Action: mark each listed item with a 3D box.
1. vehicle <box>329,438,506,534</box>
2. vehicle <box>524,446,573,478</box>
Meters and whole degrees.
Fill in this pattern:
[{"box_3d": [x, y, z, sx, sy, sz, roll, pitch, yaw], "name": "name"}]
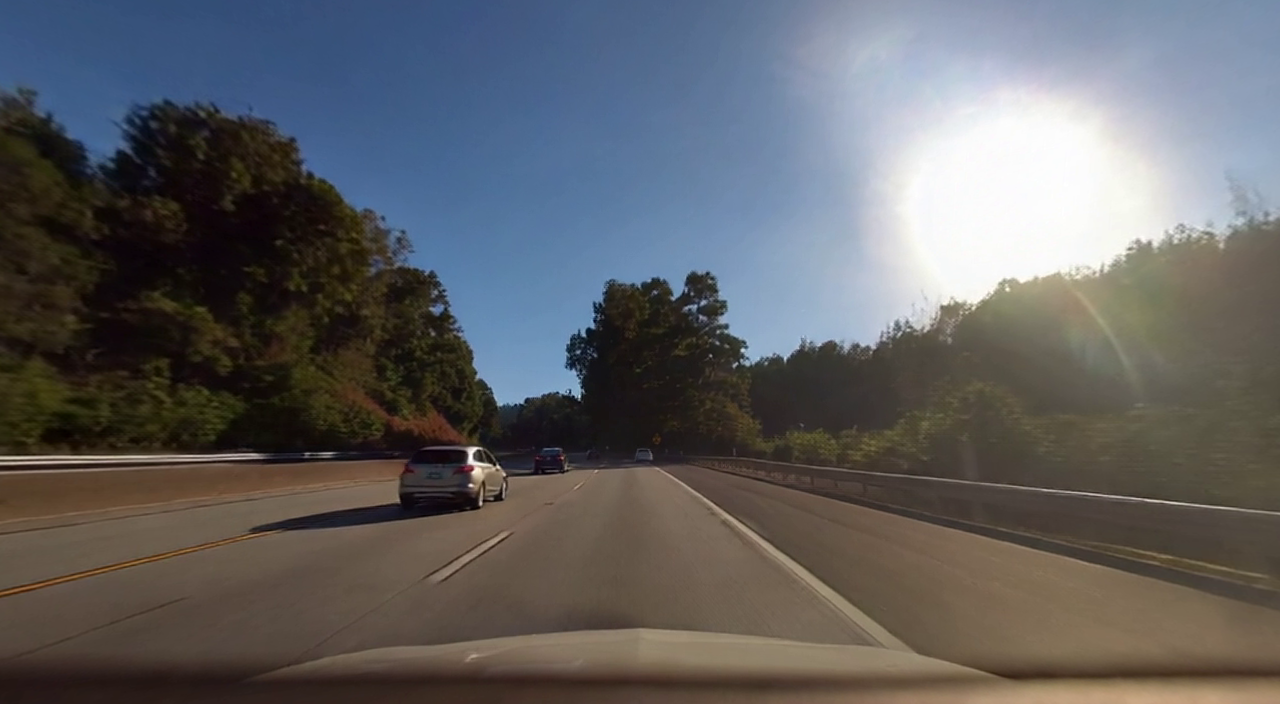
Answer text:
[{"box_3d": [-3.914, 2.404, 11.891, 1.897, 1.481, 3.859, 0, -9, 0], "name": "vehicle"}, {"box_3d": [-4.542, 5.530, 31.993, 1.838, 1.508, 4.317, 0, -9, 0], "name": "vehicle"}]
